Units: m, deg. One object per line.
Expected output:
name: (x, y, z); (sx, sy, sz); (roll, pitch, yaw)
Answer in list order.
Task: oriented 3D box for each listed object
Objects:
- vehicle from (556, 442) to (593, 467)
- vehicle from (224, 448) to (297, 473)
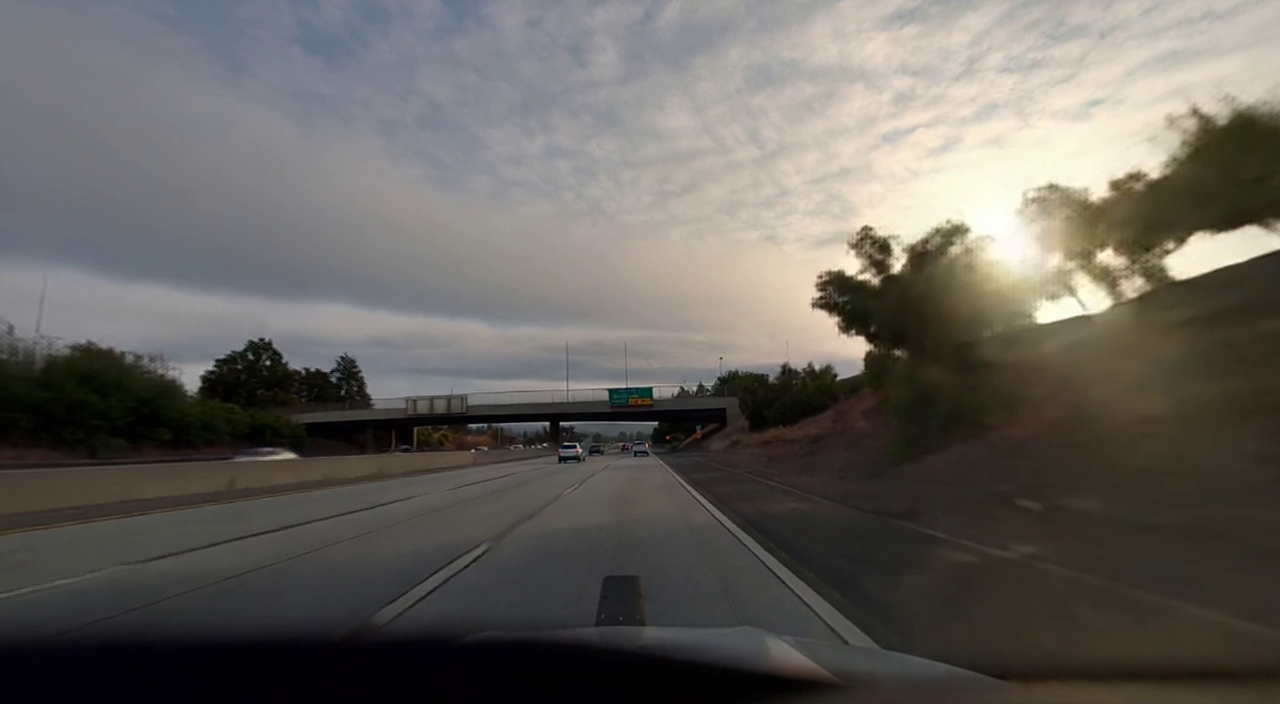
vehicle: (-4.325, 6.831, 42.071); (1.916, 1.545, 4.757); (0, -9, 0)
vehicle: (-24.679, 7.049, 41.138); (1.860, 1.541, 4.493); (0, -9, 1)
